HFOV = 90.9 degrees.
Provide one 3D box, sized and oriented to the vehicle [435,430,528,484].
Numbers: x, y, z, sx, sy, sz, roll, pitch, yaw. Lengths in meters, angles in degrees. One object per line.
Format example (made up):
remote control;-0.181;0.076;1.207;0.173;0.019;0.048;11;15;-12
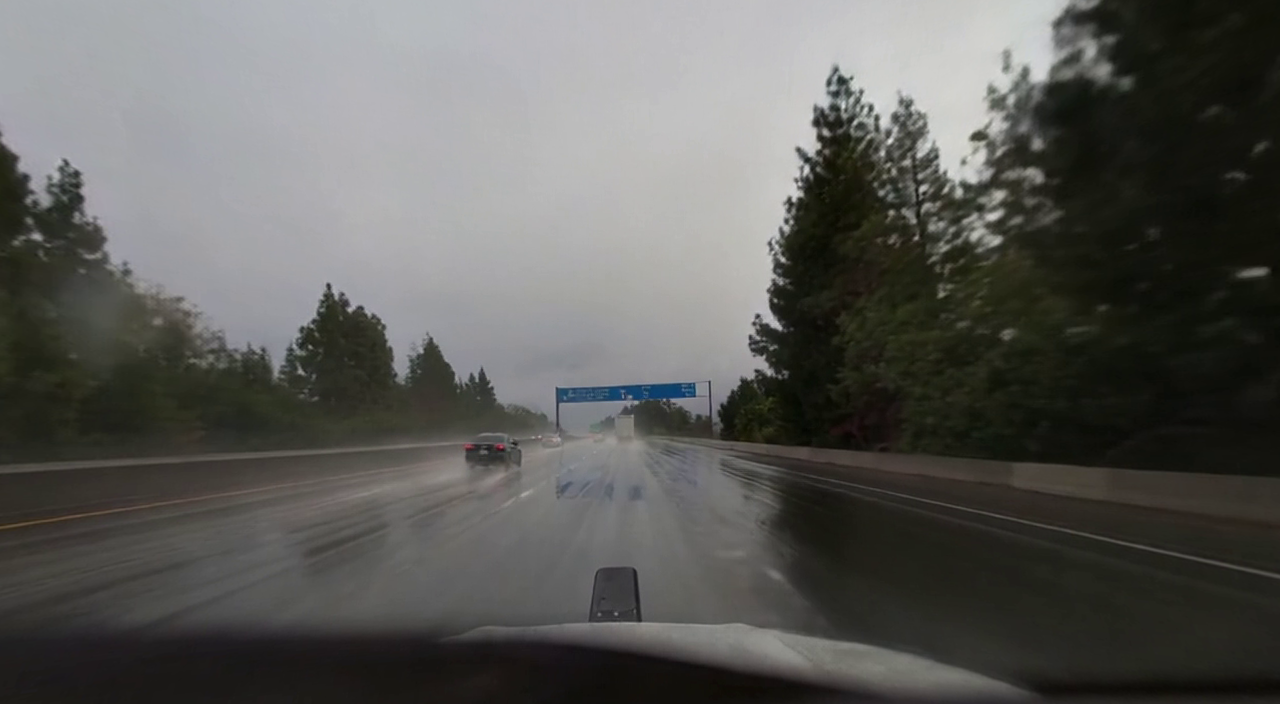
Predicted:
vehicle;-4.739;3.163;19.385;1.912;1.495;3.703;0;-7;-1
